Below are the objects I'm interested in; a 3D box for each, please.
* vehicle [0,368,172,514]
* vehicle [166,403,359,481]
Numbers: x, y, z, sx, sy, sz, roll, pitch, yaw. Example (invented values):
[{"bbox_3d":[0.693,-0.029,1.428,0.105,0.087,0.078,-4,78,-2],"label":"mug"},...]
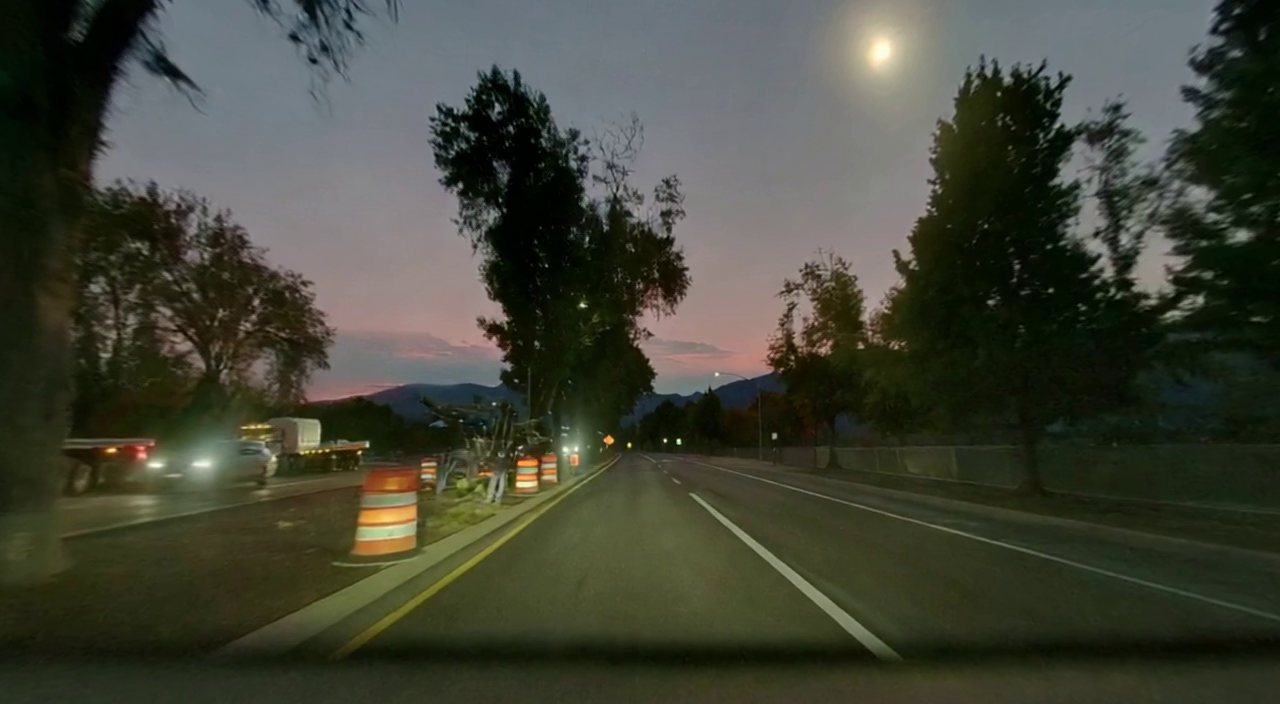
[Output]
[{"bbox_3d":[-16.287,2.206,15.450,3.171,3.299,9.207,0,-9,-5],"label":"vehicle"},{"bbox_3d":[-19.293,4.864,33.610,2.956,3.466,10.408,-1,-9,6],"label":"vehicle"}]
